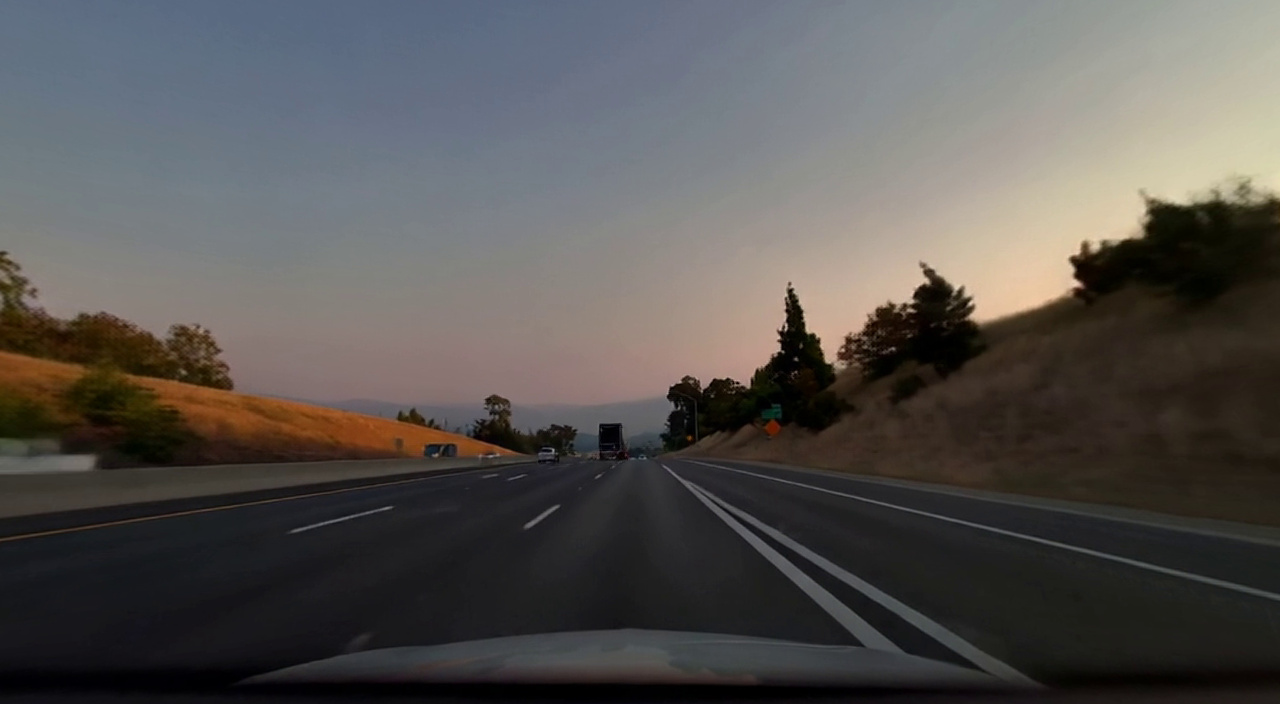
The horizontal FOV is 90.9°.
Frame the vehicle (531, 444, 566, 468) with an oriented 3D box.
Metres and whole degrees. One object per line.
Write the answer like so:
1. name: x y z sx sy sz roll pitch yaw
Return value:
1. vehicle: -7.166 8.153 49.727 2.043 1.828 4.436 0 -8 1
